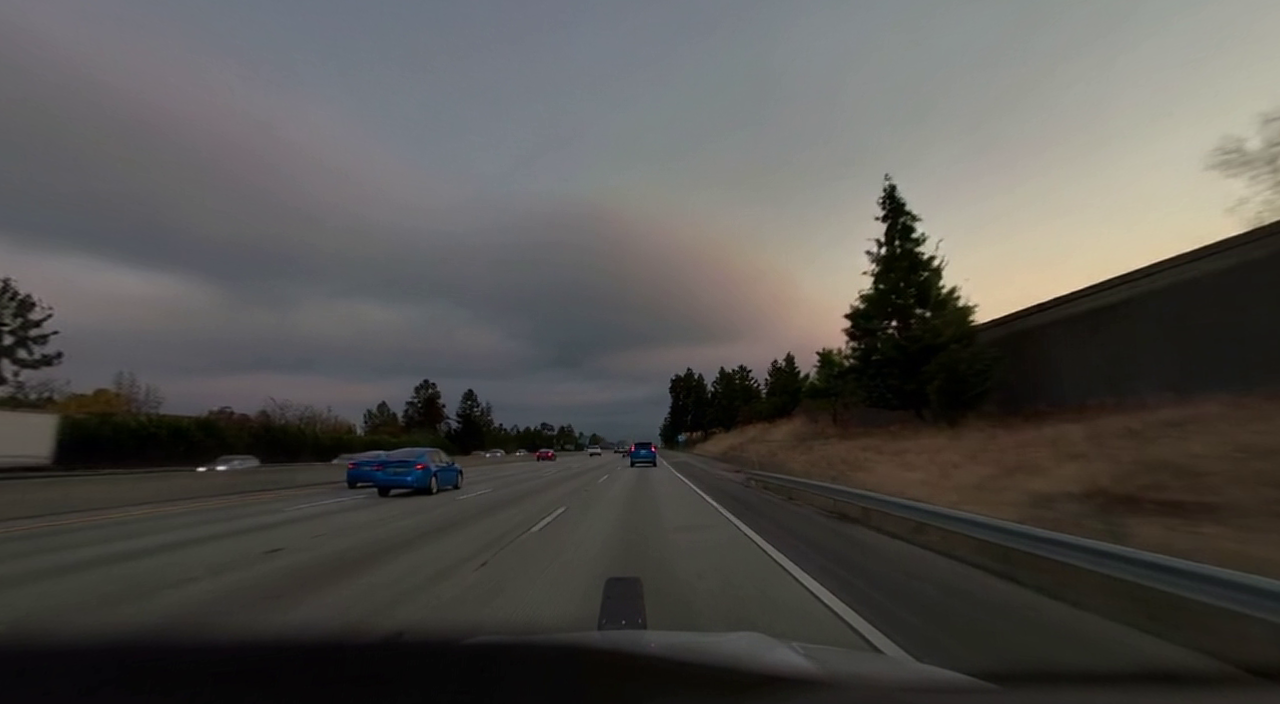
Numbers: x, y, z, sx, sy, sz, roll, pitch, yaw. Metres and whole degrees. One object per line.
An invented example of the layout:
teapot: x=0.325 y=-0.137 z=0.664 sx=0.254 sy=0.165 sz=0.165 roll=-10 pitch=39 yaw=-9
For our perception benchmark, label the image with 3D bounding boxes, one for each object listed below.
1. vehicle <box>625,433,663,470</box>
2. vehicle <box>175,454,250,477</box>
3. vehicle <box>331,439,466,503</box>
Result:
vehicle: x=0.238 y=6.313 z=40.168 sx=2.318 sy=2.145 sz=4.561 roll=0 pitch=-8 yaw=0
vehicle: x=-30.145 y=8.003 z=44.650 sx=2.019 sy=1.499 sz=4.688 roll=0 pitch=-8 yaw=1
vehicle: x=-6.694 y=3.326 z=18.109 sx=2.116 sy=1.570 sz=4.377 roll=0 pitch=-8 yaw=0
